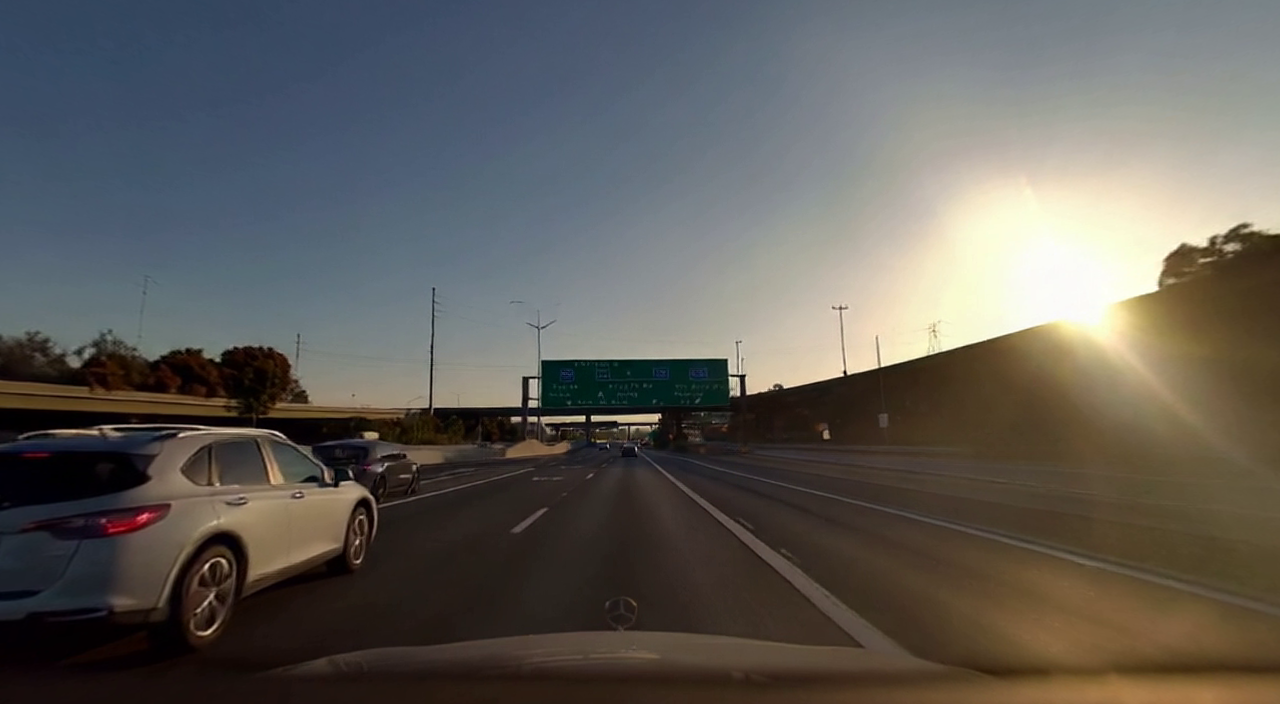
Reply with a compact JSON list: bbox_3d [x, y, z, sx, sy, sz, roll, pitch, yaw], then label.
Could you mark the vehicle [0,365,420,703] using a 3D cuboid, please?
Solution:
[{"bbox_3d":[-3.561,1.218,4.894,2.178,1.699,4.321,0,-8,-1],"label":"vehicle"}]
